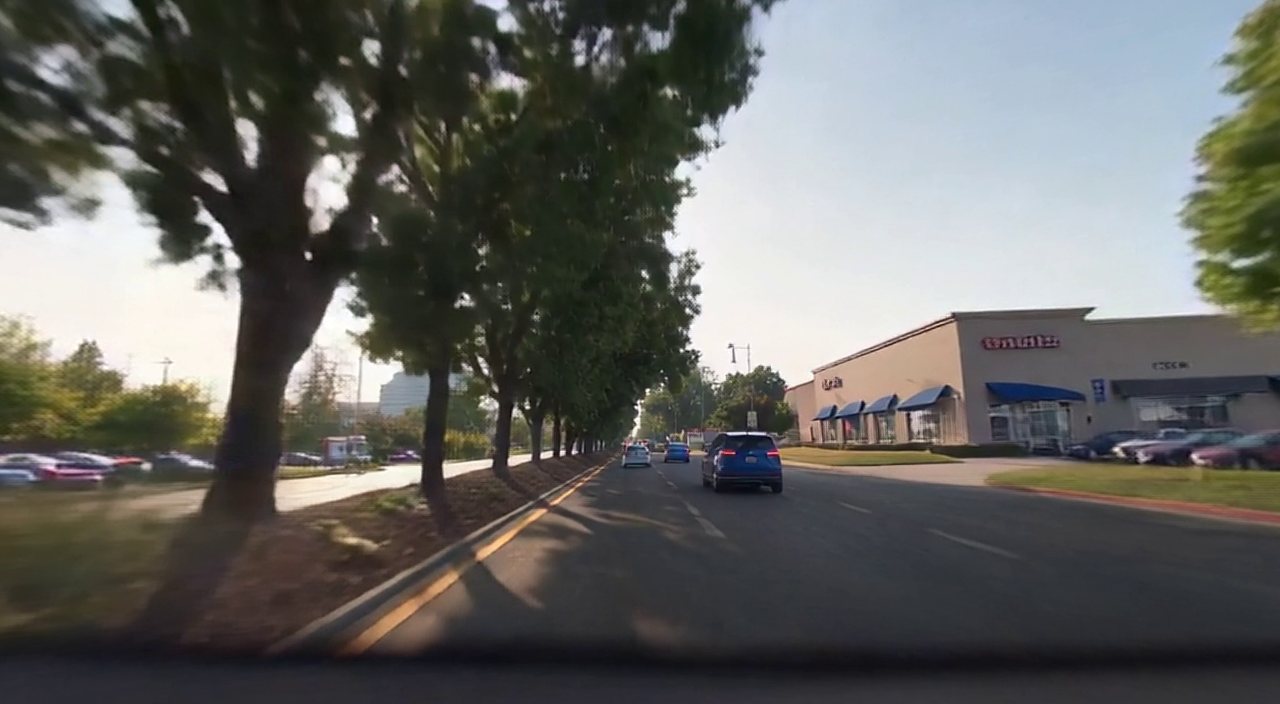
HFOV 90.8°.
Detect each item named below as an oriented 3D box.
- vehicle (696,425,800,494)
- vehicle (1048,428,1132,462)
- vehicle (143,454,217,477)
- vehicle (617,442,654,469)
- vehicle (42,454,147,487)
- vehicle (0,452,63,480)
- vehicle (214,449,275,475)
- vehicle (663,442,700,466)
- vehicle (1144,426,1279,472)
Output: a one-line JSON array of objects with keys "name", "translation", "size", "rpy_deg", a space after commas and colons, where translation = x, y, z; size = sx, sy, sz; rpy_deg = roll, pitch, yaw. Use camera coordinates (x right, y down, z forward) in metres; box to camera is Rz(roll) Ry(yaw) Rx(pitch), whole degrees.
[{"name": "vehicle", "translation": [3.130, 3.234, 19.402], "size": [2.140, 1.811, 4.593], "rpy_deg": [0, -8, -3]}, {"name": "vehicle", "translation": [25.166, 5.221, 35.513], "size": [1.788, 1.741, 4.278], "rpy_deg": [-1, -8, 4]}, {"name": "vehicle", "translation": [-32.000, 7.859, 44.133], "size": [1.924, 1.430, 4.367], "rpy_deg": [0, -8, -1]}, {"name": "vehicle", "translation": [-0.292, 5.980, 36.792], "size": [2.056, 1.440, 3.798], "rpy_deg": [0, -8, -1]}, {"name": "vehicle", "translation": [-28.227, 6.130, 32.884], "size": [1.956, 1.476, 3.991], "rpy_deg": [-1, -8, -2]}, {"name": "vehicle", "translation": [-43.064, 7.818, 43.339], "size": [1.966, 1.759, 5.491], "rpy_deg": [0, -8, -4]}, {"name": "vehicle", "translation": [-28.514, 7.892, 45.684], "size": [1.897, 1.704, 4.153], "rpy_deg": [0, -8, -5]}, {"name": "vehicle", "translation": [2.546, 6.420, 39.810], "size": [1.970, 1.402, 3.756], "rpy_deg": [0, -8, -2]}, {"name": "vehicle", "translation": [20.173, 3.272, 21.449], "size": [4.380, 1.444, 1.924], "rpy_deg": [-1, -8, 0]}]
